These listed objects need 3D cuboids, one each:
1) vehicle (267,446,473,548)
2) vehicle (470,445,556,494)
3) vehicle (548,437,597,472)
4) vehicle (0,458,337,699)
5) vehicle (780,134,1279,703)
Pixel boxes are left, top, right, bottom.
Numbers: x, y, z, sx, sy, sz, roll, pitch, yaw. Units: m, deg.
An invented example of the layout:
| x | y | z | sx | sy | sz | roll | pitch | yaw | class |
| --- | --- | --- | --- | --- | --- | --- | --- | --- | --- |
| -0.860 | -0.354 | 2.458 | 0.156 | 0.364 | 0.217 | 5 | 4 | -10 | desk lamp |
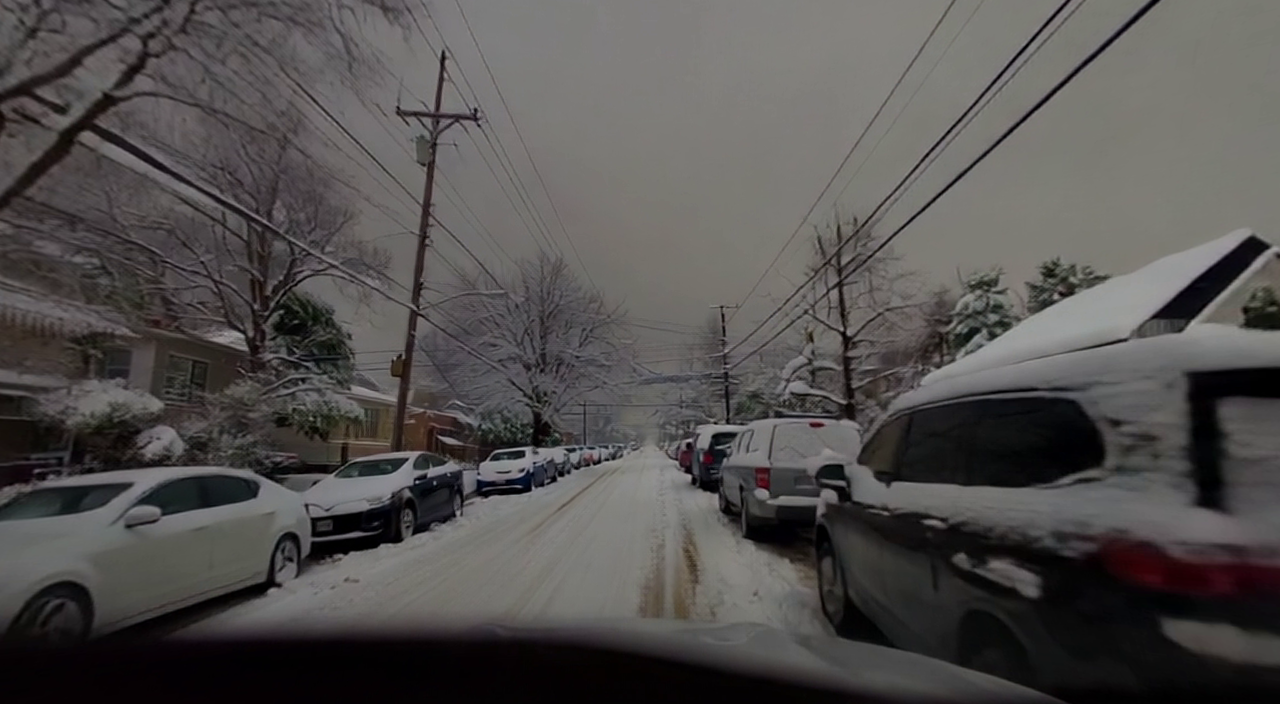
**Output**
| x | y | z | sx | sy | sz | roll | pitch | yaw | class |
| --- | --- | --- | --- | --- | --- | --- | --- | --- | --- |
| -4.737 | 2.561 | 11.910 | 1.796 | 1.532 | 4.244 | -1 | -8 | 4 | vehicle |
| -4.403 | 4.121 | 22.641 | 1.988 | 1.541 | 4.686 | -1 | -8 | 2 | vehicle |
| -3.966 | 6.157 | 38.099 | 2.280 | 1.953 | 5.092 | 0 | -8 | 1 | vehicle |
| -4.879 | 1.725 | 5.701 | 1.932 | 1.431 | 4.198 | -1 | -8 | 5 | vehicle |
| 2.131 | 0.782 | 2.667 | 2.032 | 1.839 | 4.597 | 0 | -8 | 0 | vehicle |
